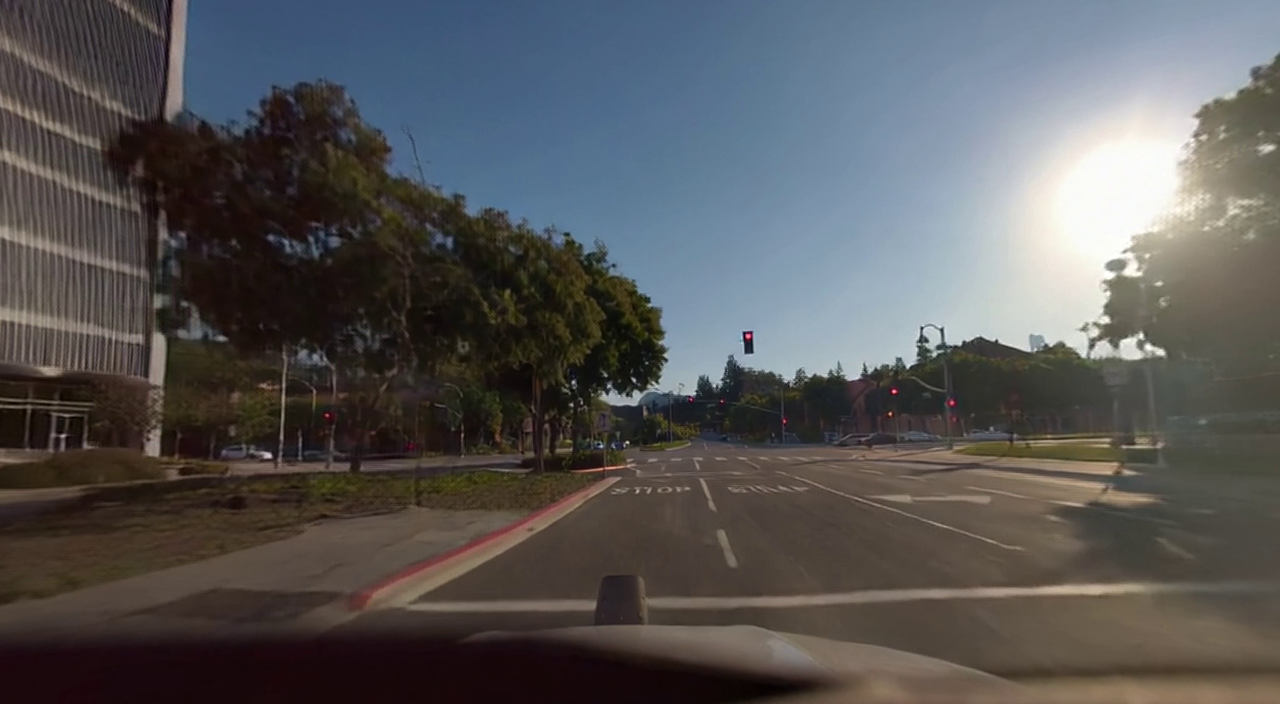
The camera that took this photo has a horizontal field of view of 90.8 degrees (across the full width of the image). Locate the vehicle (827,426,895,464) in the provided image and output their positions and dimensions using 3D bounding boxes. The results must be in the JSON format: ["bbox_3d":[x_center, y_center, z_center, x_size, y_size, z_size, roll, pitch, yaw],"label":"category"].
[{"bbox_3d":[11.668,4.966,33.680,2.156,1.881,4.743,-1,-9,4],"label":"vehicle"}]
